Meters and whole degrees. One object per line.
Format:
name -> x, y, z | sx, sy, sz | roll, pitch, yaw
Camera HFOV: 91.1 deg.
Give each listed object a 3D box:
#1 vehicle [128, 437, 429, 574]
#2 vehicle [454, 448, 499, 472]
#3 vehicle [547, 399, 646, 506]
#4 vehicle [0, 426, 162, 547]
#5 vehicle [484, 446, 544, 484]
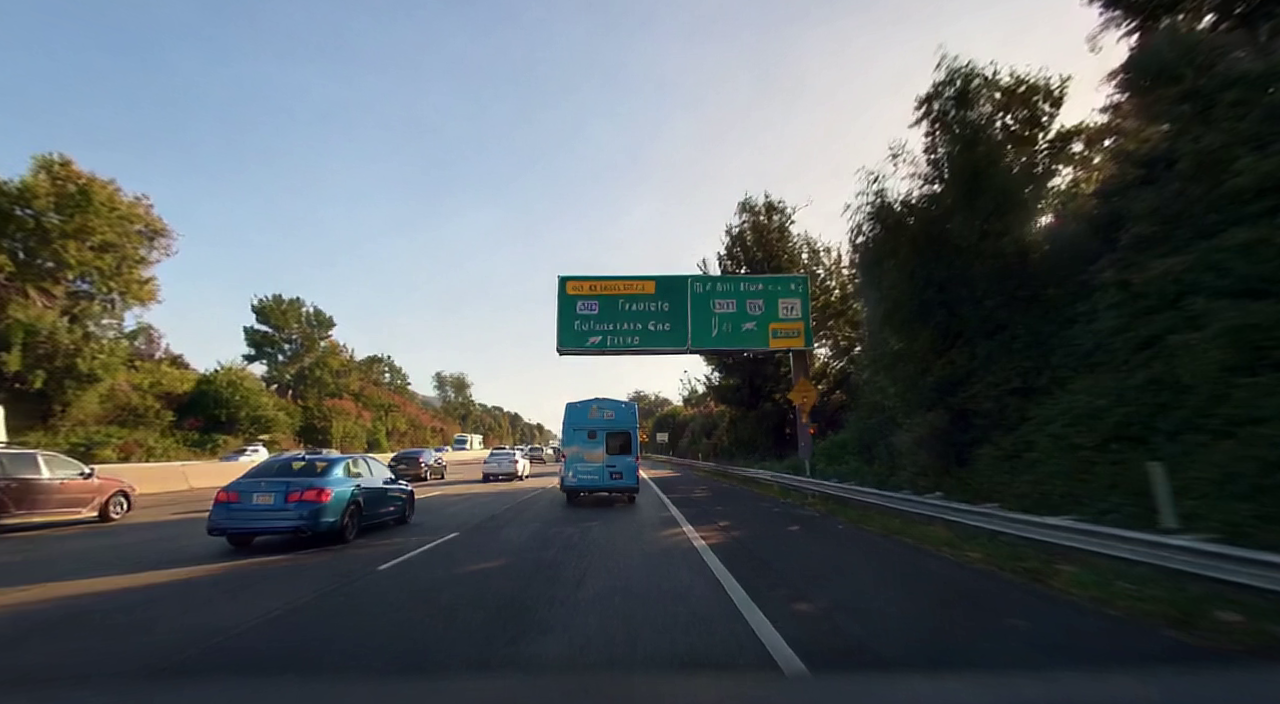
vehicle -> -4.588, 1.974, 8.869 | 1.876, 1.438, 4.072 | 0, -9, -1
vehicle -> -10.478, 6.921, 40.487 | 1.886, 1.462, 4.084 | 0, -9, -1
vehicle -> -1.149, 2.827, 17.909 | 2.394, 2.556, 5.232 | 0, -9, -2
vehicle -> -9.666, 1.938, 9.204 | 2.010, 1.621, 4.252 | 0, -9, -1
vehicle -> -5.244, 4.741, 26.656 | 1.872, 1.480, 3.545 | 0, -9, -1
